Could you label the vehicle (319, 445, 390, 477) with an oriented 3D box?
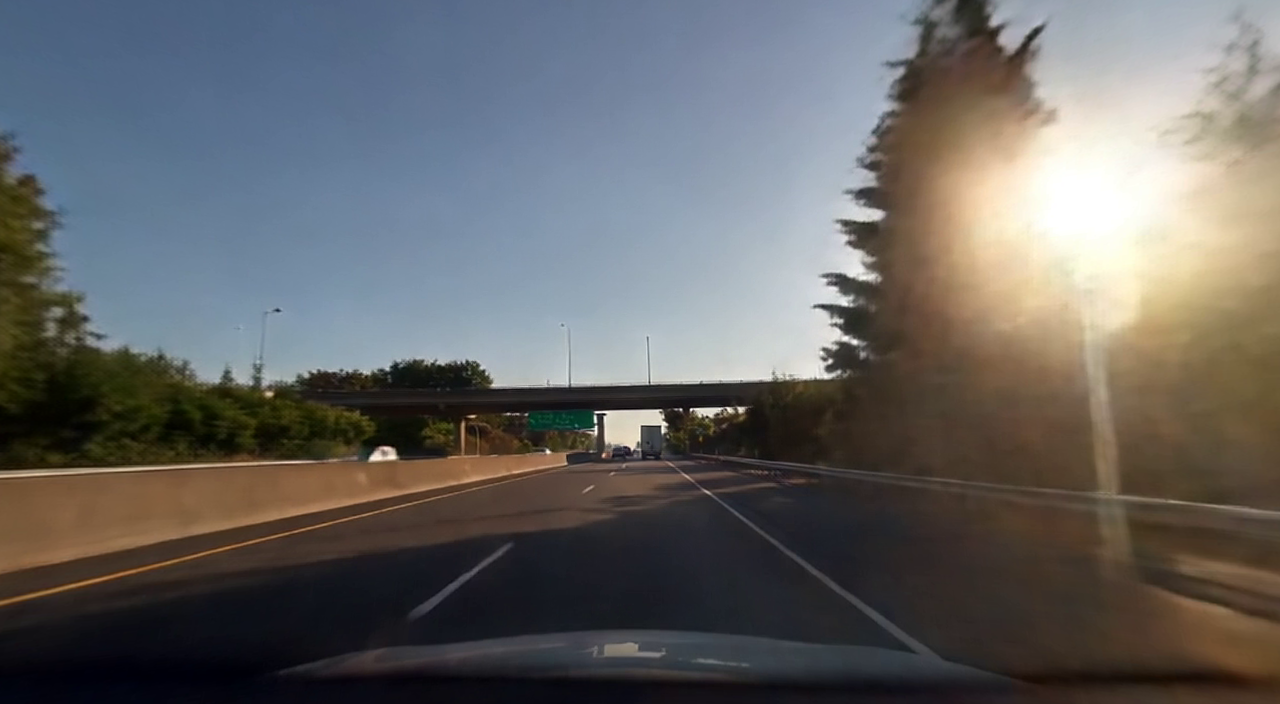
[{"bbox_3d":[-15.810,6.048,35.152,1.884,1.631,4.263,-1,-9,1],"label":"vehicle"}]
